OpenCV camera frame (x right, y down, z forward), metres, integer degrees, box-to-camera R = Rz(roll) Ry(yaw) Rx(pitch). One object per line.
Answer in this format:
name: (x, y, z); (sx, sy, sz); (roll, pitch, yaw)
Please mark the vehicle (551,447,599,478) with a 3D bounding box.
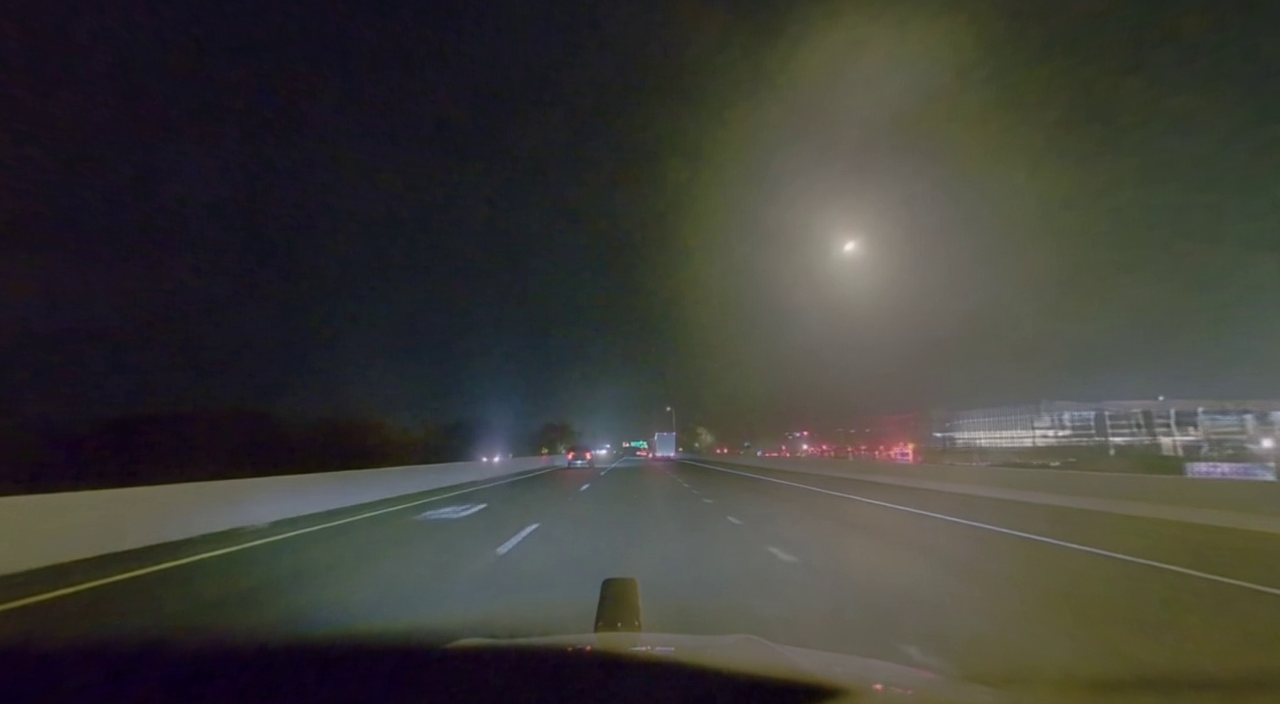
vehicle: (-3.326, 5.734, 32.870); (2.100, 1.525, 4.179); (0, -9, 0)
